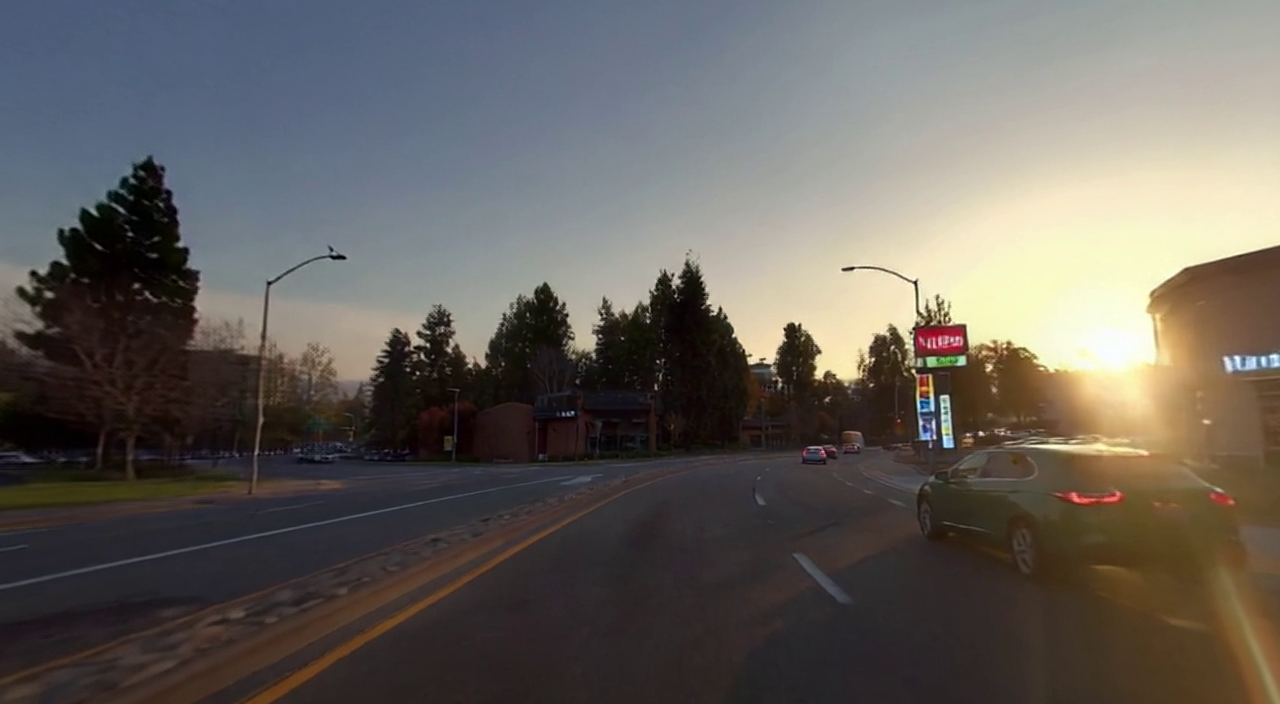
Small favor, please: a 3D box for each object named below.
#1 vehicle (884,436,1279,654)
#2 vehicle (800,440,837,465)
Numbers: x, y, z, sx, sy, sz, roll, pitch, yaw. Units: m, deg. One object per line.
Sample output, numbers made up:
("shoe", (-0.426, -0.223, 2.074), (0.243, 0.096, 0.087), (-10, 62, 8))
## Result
("vehicle", (4.329, 1.659, 6.584), (1.938, 1.466, 4.434), (0, -9, 2))
("vehicle", (12.802, 7.158, 45.001), (2.311, 1.715, 4.287), (-3, -9, 18))
